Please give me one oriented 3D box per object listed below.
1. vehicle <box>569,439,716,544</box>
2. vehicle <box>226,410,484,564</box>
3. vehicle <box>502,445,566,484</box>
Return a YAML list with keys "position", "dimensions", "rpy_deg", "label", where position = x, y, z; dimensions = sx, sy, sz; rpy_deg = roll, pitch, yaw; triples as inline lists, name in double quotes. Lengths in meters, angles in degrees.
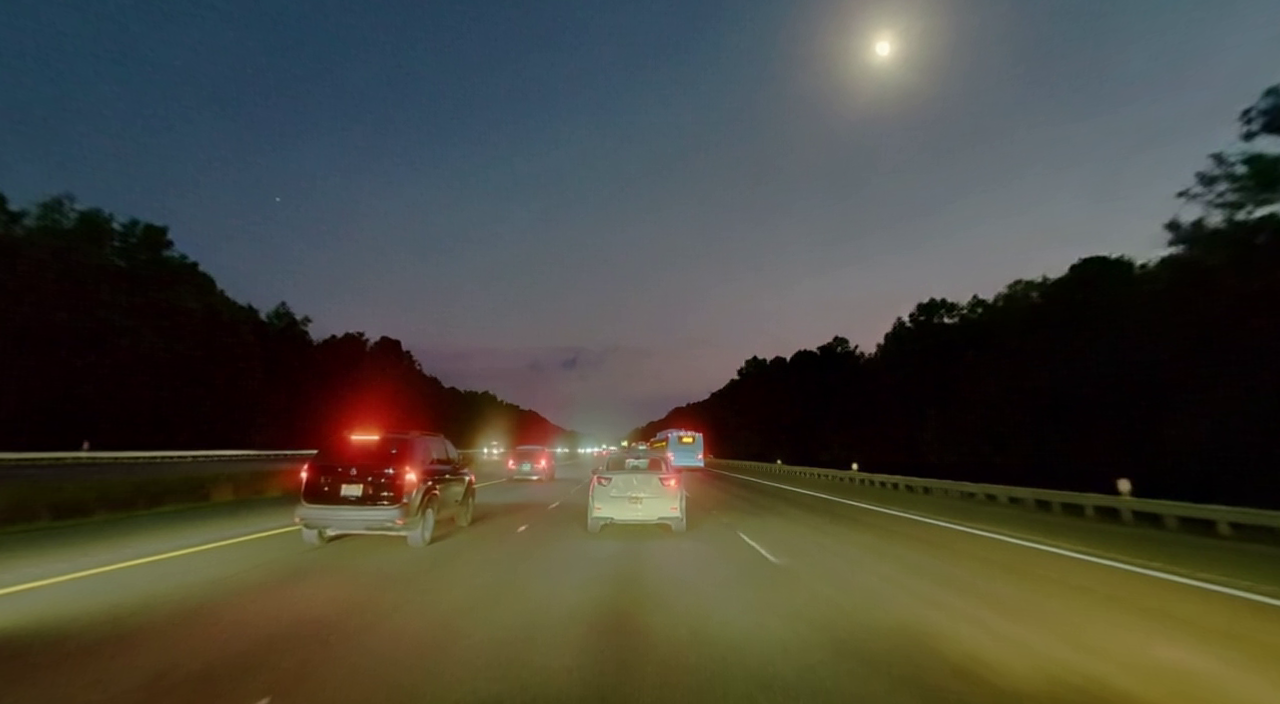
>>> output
- position: [-0.027, 2.328, 11.208]
  dimensions: [2.120, 1.478, 4.179]
  rpy_deg: [0, -9, -2]
  label: "vehicle"
- position: [-3.721, 1.838, 9.213]
  dimensions: [1.830, 1.703, 4.142]
  rpy_deg: [0, -9, -1]
  label: "vehicle"
- position: [-4.401, 4.734, 26.758]
  dimensions: [2.122, 1.491, 3.800]
  rpy_deg: [0, -9, -1]
  label: "vehicle"
